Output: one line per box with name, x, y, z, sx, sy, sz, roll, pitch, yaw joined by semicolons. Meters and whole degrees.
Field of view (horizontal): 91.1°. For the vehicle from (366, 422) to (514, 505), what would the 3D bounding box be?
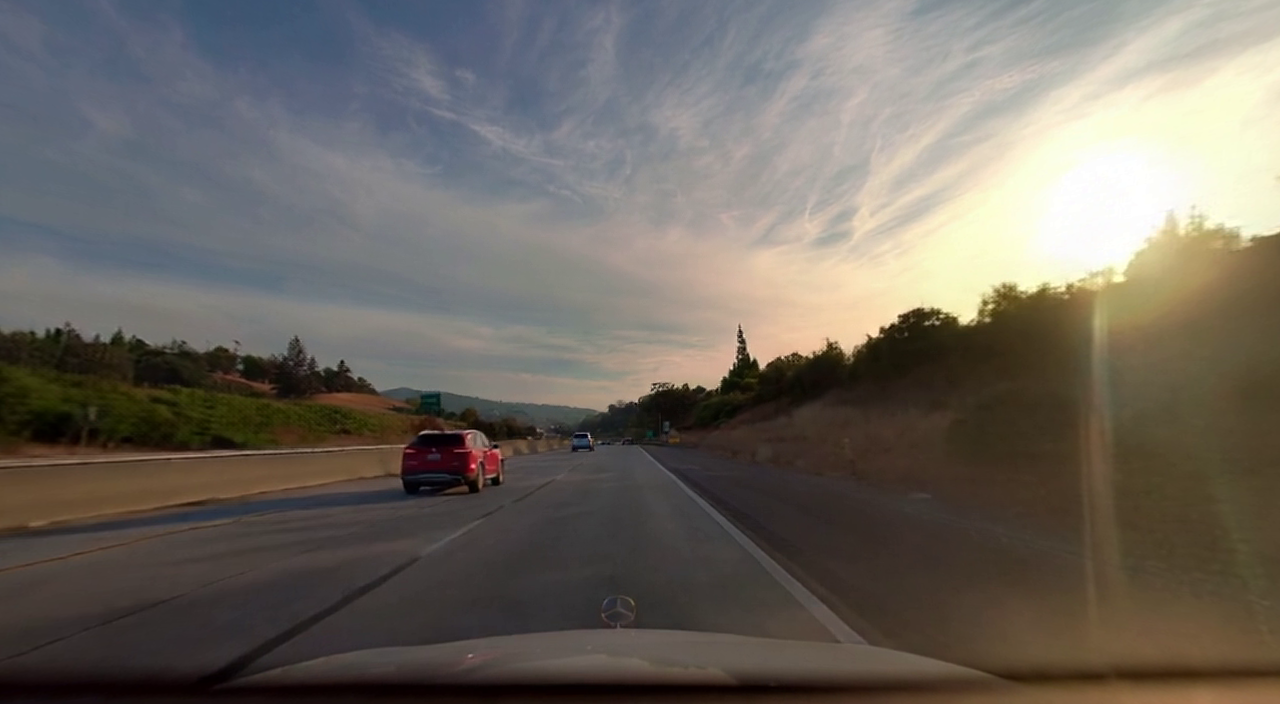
vehicle;-4.446;2.536;14.867;2.070;1.647;4.577;0;-8;-1
